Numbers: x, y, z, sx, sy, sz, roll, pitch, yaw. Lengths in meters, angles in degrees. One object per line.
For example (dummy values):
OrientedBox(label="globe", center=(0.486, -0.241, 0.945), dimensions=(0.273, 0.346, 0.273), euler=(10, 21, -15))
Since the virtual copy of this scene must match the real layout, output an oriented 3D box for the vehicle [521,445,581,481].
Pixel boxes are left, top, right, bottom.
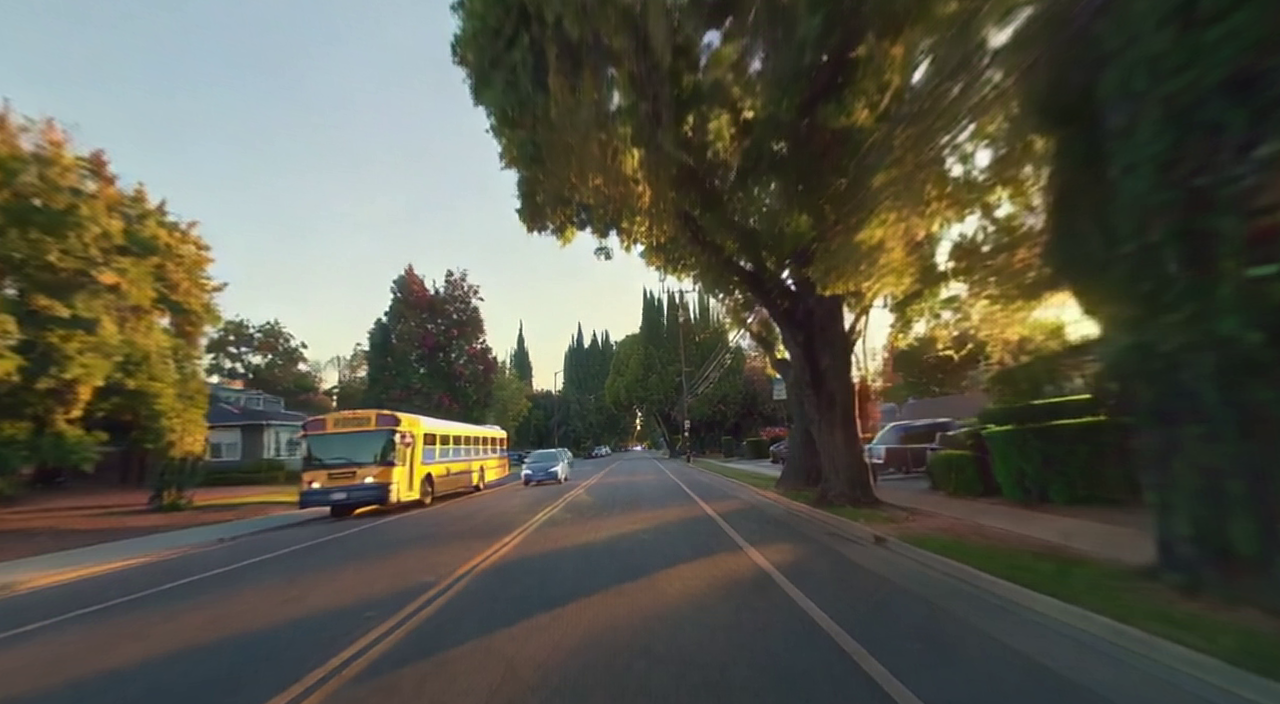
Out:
OrientedBox(label="vehicle", center=(-3.963, 5.003, 28.866), dimensions=(2.033, 1.502, 4.240), euler=(-1, -8, 1))
